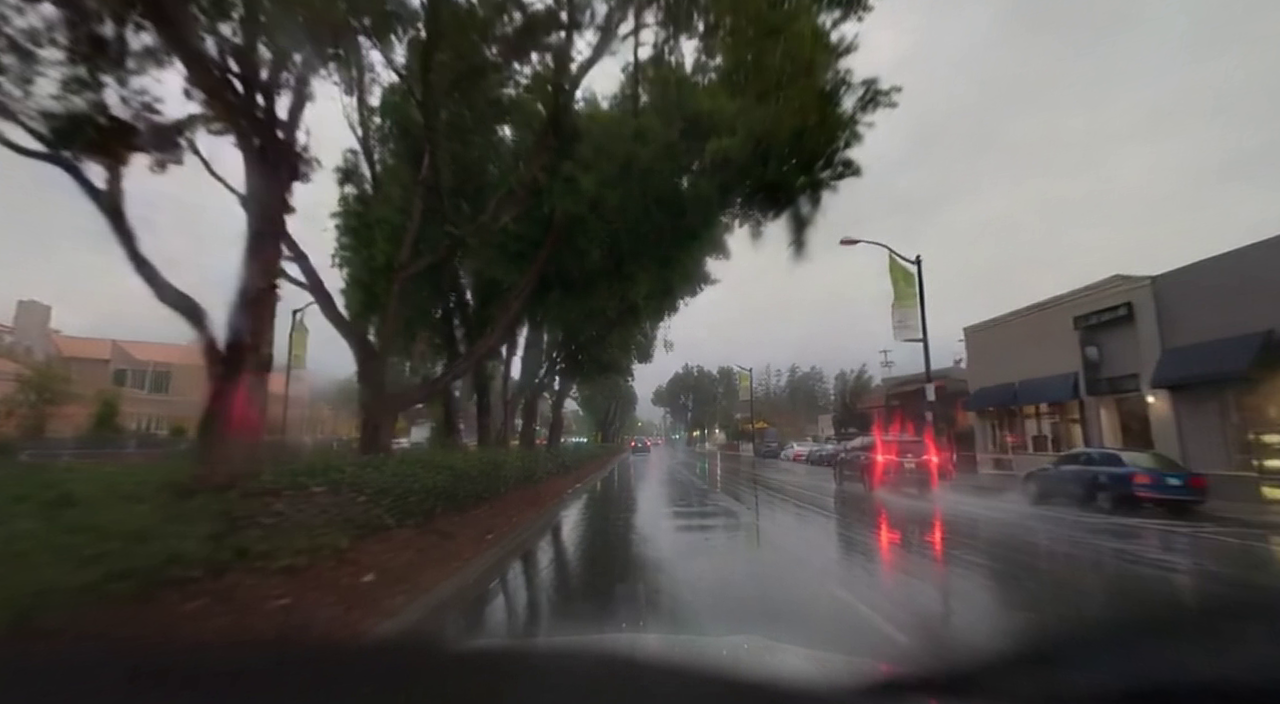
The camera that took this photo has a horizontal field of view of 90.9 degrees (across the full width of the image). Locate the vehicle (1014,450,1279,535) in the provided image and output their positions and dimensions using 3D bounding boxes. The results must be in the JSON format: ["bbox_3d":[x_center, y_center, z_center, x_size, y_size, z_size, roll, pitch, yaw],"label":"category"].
[{"bbox_3d":[10.388,2.843,13.486,1.793,1.428,4.702,0,-8,-2],"label":"vehicle"}]

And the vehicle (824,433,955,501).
[{"bbox_3d":[6.744,3.121,17.552,2.072,1.669,3.836,0,-8,1],"label":"vehicle"}]
